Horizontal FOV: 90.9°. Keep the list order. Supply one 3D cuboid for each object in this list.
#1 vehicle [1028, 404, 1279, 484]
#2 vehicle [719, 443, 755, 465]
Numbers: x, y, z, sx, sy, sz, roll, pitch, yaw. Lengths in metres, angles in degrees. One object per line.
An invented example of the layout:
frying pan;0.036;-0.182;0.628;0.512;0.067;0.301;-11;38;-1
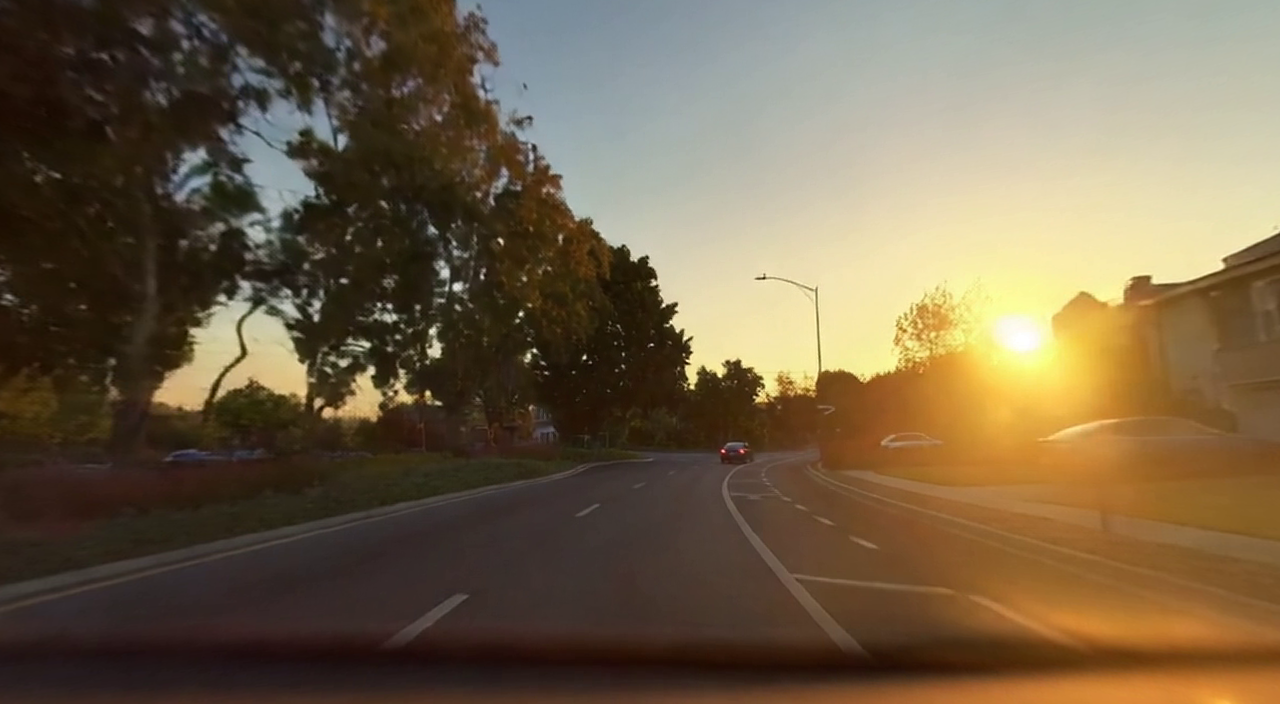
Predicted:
vehicle;12.928;2.294;15.663;4.999;1.791;2.177;-2;-9;9
vehicle;6.947;7.264;44.927;2.050;1.456;4.003;-2;-9;16
